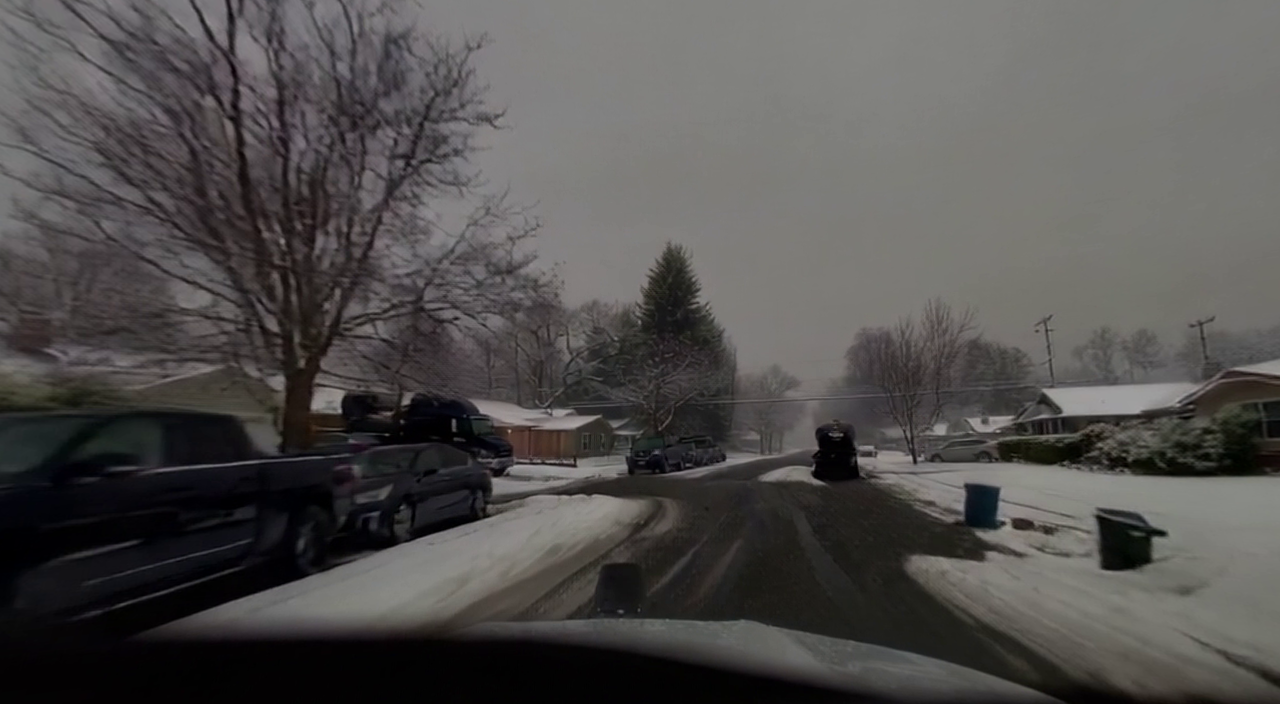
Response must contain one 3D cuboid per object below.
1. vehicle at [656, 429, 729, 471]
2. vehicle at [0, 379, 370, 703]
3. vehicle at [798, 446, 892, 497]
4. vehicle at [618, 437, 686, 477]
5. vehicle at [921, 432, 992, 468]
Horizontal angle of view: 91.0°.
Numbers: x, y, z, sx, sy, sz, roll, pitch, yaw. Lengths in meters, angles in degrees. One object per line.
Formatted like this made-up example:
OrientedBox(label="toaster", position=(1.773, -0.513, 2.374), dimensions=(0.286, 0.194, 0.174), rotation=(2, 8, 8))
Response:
OrientedBox(label="vehicle", position=(3.312, 5.921, 38.160), dimensions=(2.632, 2.249, 6.179), rotation=(-4, -9, 22))
OrientedBox(label="vehicle", position=(-4.478, 1.196, 4.793), dimensions=(2.274, 1.784, 5.090), rotation=(0, -7, 4))
OrientedBox(label="vehicle", position=(7.417, 4.261, 23.202), dimensions=(2.804, 1.336, 6.700), rotation=(-2, -7, 16))
OrientedBox(label="vehicle", position=(0.673, 4.983, 30.121), dimensions=(2.052, 1.745, 4.737), rotation=(-3, -9, 16))
OrientedBox(label="vehicle", position=(19.330, 5.988, 38.559), dimensions=(3.470, 2.123, 1.584), rotation=(0, -7, 5))
